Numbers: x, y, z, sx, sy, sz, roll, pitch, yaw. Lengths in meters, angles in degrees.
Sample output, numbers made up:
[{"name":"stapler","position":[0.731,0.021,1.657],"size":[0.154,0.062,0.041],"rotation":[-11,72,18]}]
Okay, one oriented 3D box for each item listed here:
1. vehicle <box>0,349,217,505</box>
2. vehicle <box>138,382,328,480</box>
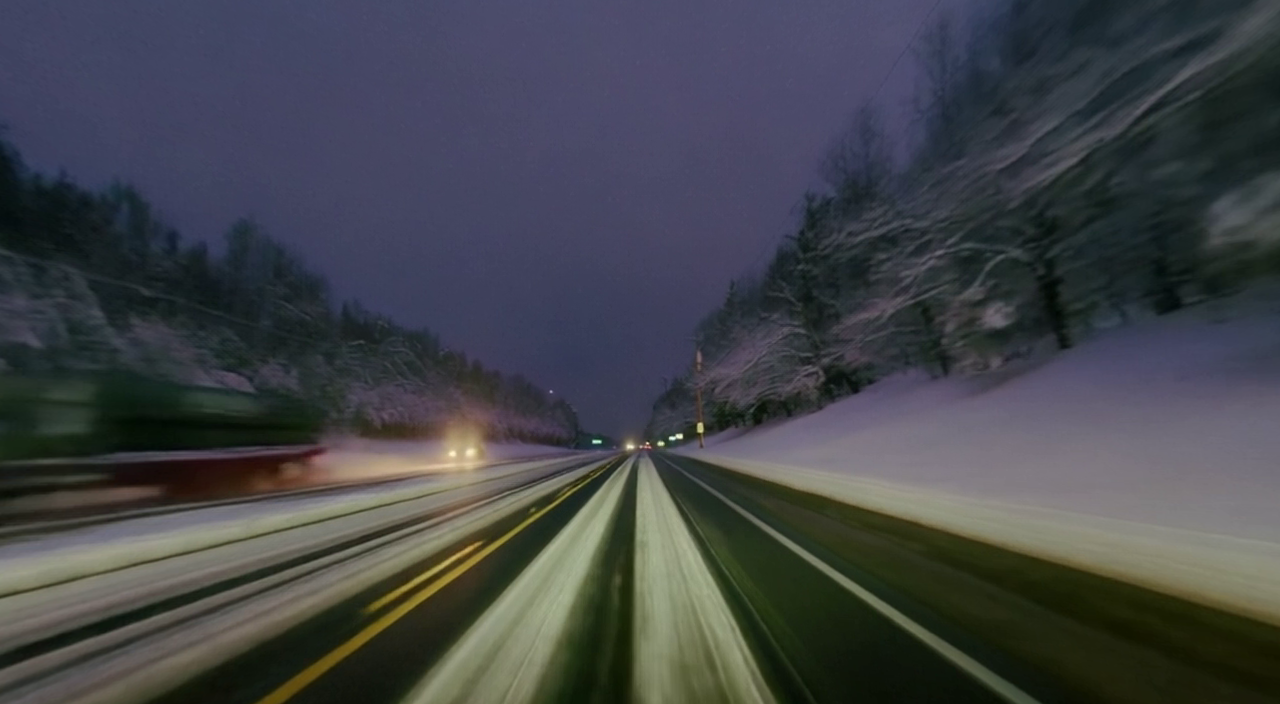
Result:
[{"name":"vehicle","position":[-17.274,2.252,18.229],"size":[3.008,3.803,9.935],"rotation":[0,-8,0]},{"name":"vehicle","position":[-17.274,3.547,27.689],"size":[2.816,3.640,8.061],"rotation":[0,-8,1]}]
